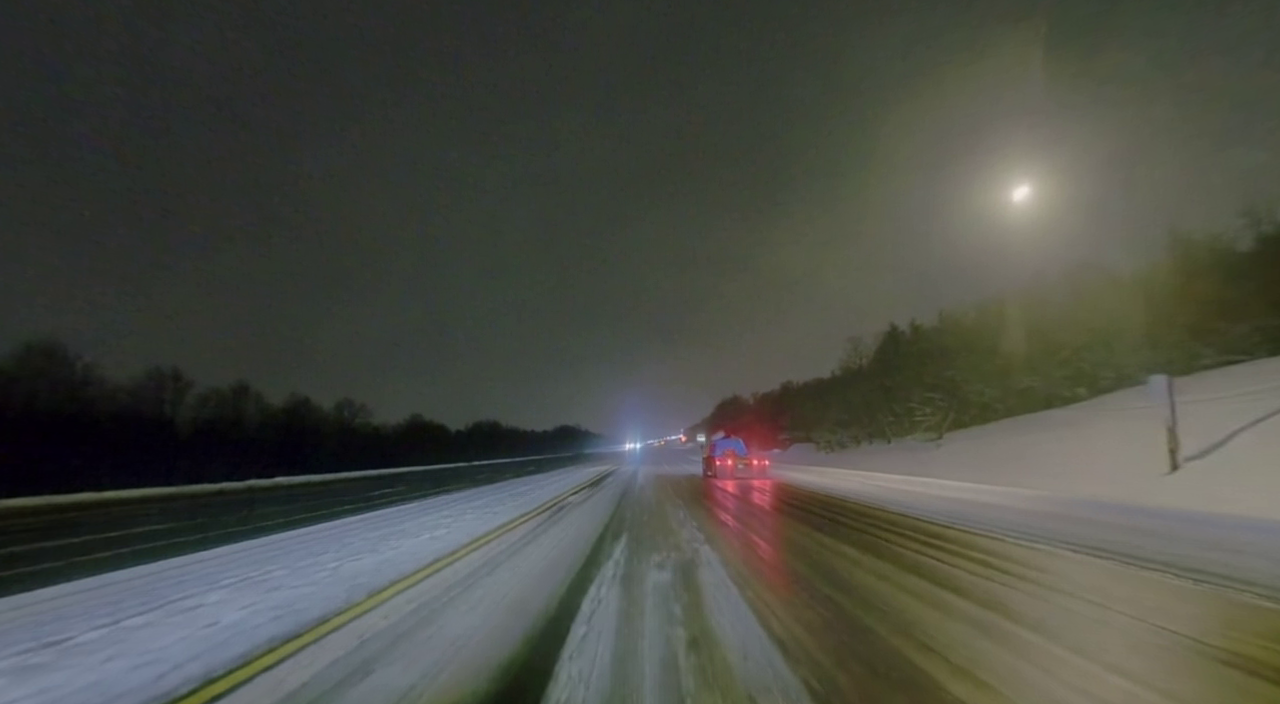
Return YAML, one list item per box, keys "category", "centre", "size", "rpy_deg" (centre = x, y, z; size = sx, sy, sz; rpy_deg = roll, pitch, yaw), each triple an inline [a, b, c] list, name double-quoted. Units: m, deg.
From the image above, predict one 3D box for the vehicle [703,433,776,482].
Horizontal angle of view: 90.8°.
- category: "vehicle"
  centre: [4.373, 4.798, 28.809]
  size: [2.309, 2.003, 5.139]
  rpy_deg: [0, -9, -2]
